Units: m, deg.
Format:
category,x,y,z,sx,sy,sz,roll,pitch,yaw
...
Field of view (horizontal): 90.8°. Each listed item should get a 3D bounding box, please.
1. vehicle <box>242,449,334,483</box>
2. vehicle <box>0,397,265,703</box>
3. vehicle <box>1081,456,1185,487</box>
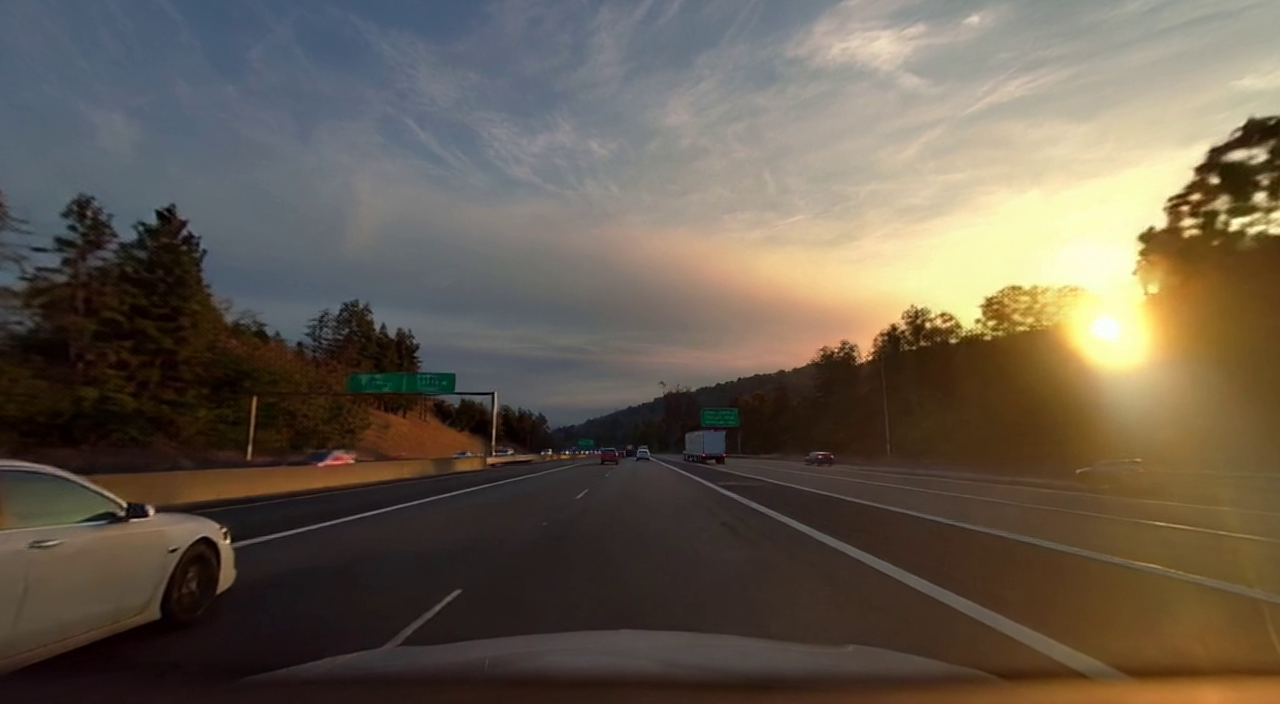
category,x,y,z,sx,sy,sz,roll,pitch,yaw
vehicle,-15.768,5.122,28.525,1.874,1.400,3.879,0,-9,0
vehicle,-4.002,0.998,2.851,1.988,1.585,4.215,0,-9,0
vehicle,30.812,7.451,39.534,1.973,1.766,4.726,8,-12,-41
